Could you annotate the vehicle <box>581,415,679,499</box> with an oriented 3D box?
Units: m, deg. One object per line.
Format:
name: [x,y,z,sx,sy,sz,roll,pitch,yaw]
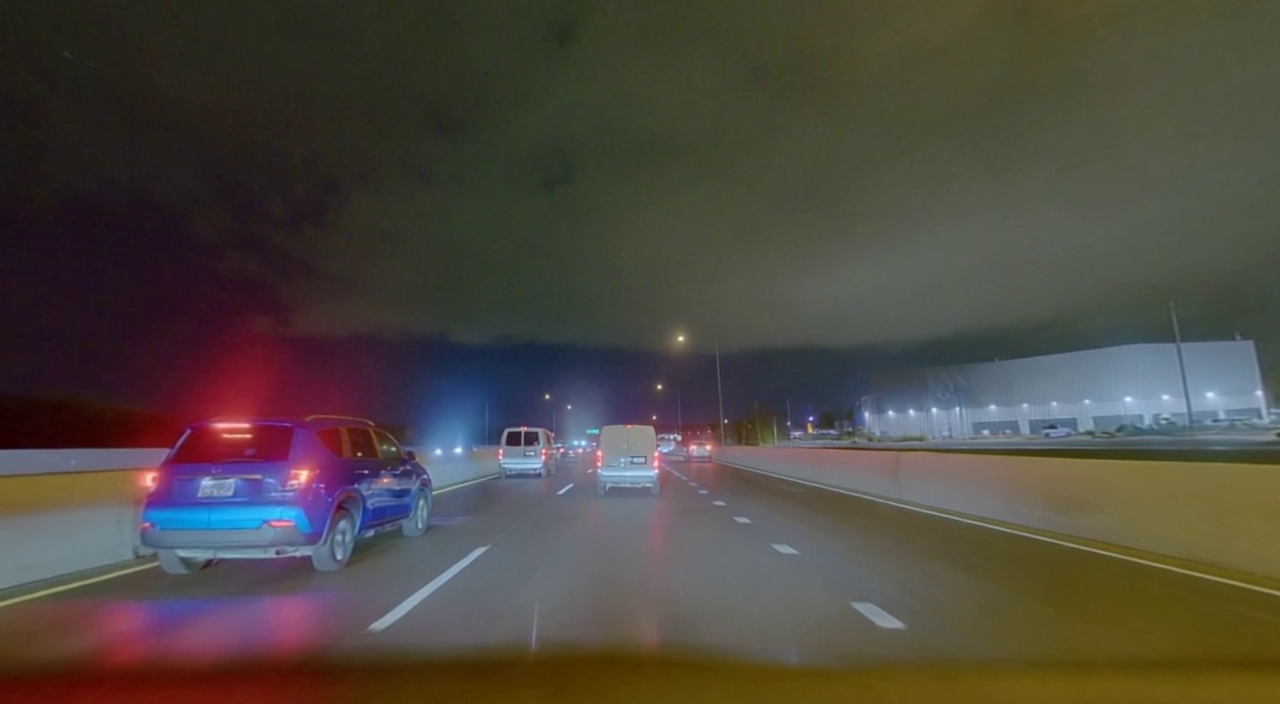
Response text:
vehicle: [-0.290,2.766,16.915,2.304,1.925,4.282,0,-8,-1]

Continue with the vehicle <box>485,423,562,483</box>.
vehicle: [-4.072,3.619,22.787,2.038,1.936,4.300,0,-8,-1]

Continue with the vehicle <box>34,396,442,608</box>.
vehicle: [-3.971,1.529,7.374,1.972,1.703,4.333,0,-8,-1]

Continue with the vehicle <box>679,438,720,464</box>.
vehicle: [3.665,6.127,39.218,1.999,1.494,3.833,0,-8,-3]
